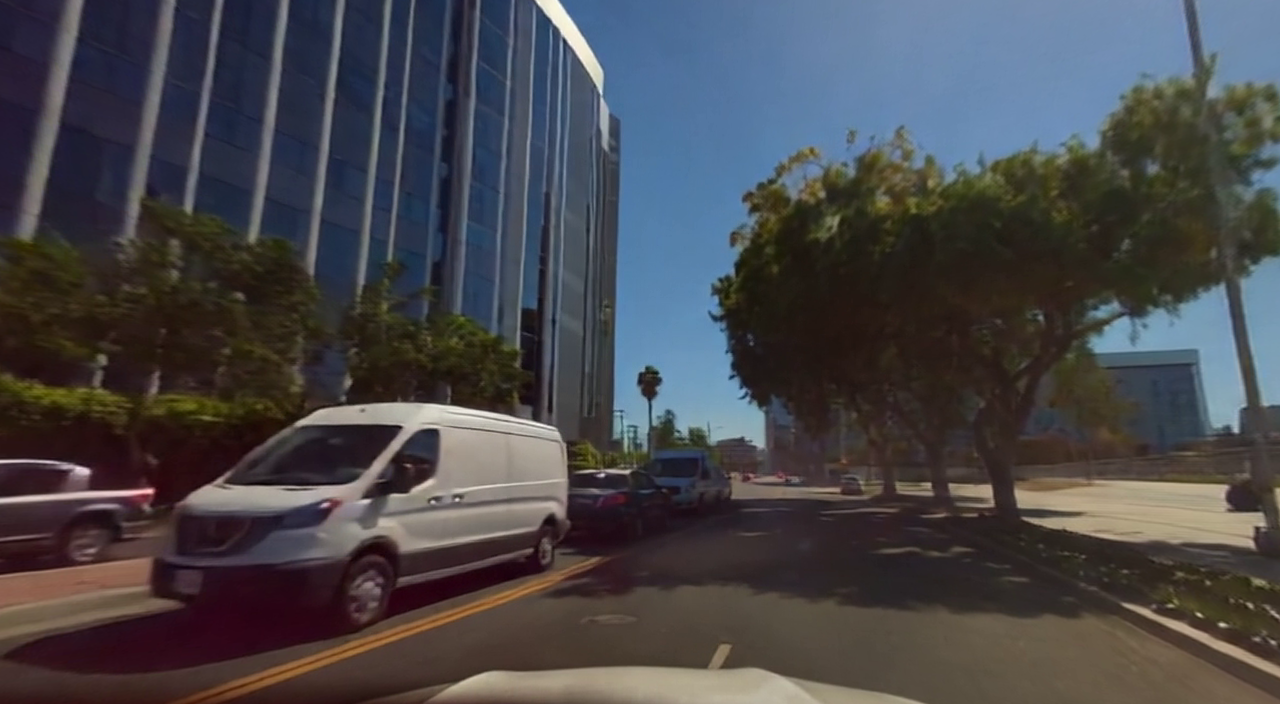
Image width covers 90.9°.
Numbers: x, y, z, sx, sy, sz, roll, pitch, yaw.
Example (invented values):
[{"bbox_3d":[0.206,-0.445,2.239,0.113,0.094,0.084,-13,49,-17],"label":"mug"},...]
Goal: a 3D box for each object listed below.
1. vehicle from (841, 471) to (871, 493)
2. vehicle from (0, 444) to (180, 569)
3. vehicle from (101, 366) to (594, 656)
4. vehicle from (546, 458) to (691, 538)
[{"bbox_3d":[15.839,9.507,46.346,1.899,1.470,3.666,-2,-10,16],"label":"vehicle"},{"bbox_3d":[-8.575,1.853,7.634,1.868,1.472,4.470,-3,-11,18],"label":"vehicle"},{"bbox_3d":[-2.457,1.614,7.270,2.104,2.013,5.252,-4,-11,16],"label":"vehicle"},{"bbox_3d":[-0.298,3.243,14.510,1.853,1.495,4.632,-5,-11,17],"label":"vehicle"}]
